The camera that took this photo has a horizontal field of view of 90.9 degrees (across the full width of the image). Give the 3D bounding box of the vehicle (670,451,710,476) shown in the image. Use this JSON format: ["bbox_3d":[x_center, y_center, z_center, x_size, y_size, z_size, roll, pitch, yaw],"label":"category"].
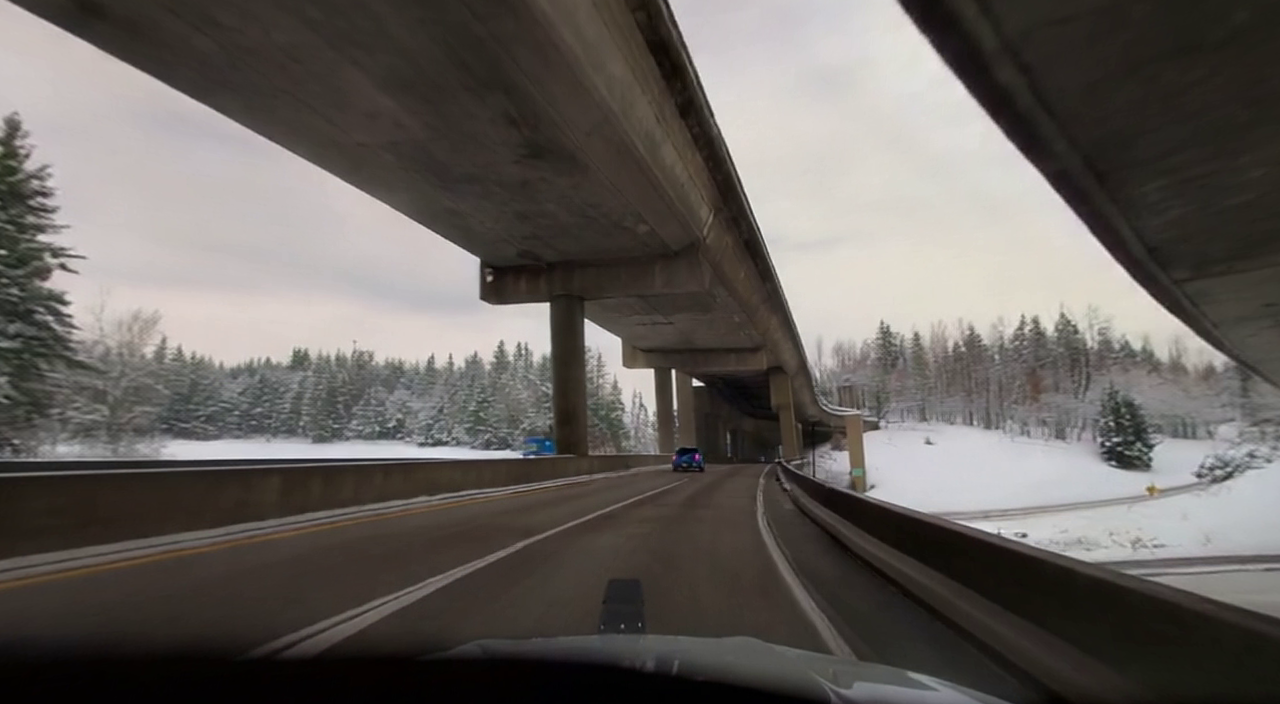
[{"bbox_3d":[3.202,6.994,39.732,1.940,1.444,4.024,-2,-9,12],"label":"vehicle"}]
